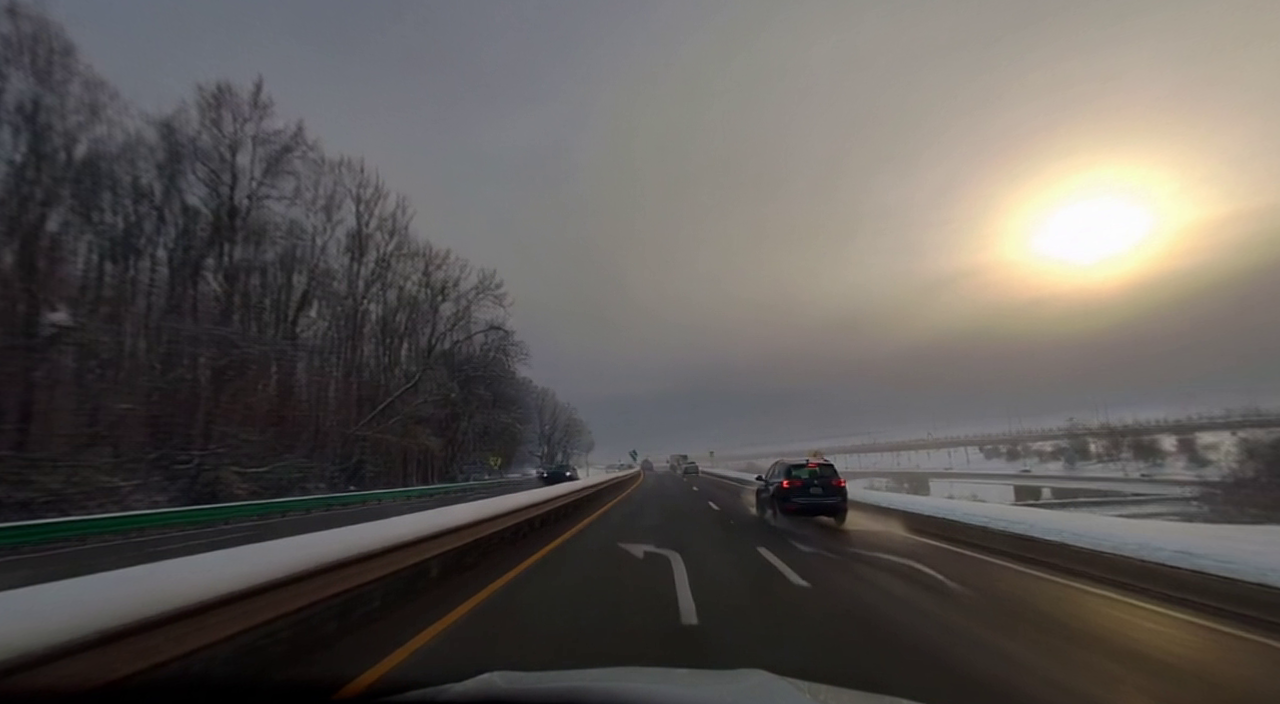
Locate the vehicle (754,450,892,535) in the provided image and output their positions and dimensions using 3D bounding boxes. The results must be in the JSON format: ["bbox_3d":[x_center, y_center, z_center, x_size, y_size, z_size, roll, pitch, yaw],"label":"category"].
[{"bbox_3d":[3.931,3.113,14.375,2.023,1.593,4.105,1,-10,2],"label":"vehicle"}]

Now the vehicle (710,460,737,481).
[{"bbox_3d":[6.608,9.415,49.979,2.018,1.533,3.724,0,-10,7],"label":"vehicle"}]
